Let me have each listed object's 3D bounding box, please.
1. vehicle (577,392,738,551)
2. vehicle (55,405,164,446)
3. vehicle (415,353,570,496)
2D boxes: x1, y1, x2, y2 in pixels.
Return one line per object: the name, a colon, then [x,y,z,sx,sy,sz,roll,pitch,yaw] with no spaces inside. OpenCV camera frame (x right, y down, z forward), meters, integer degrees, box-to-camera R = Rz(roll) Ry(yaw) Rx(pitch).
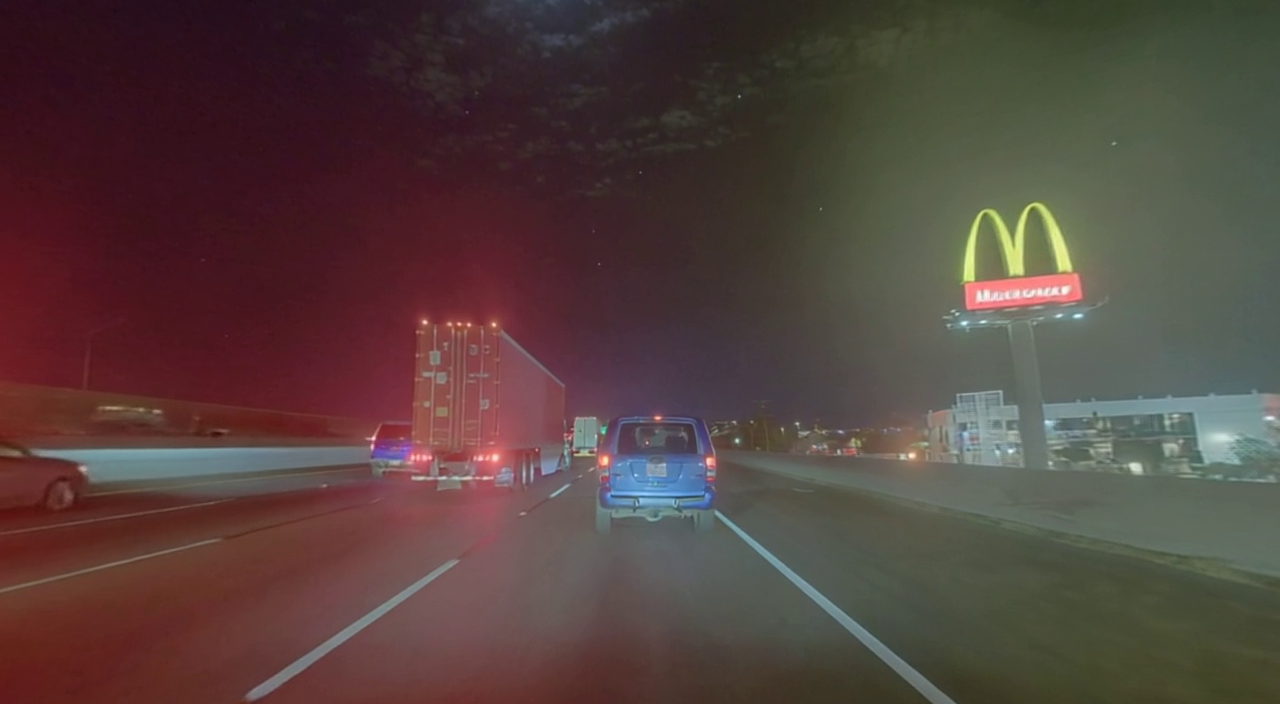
vehicle: [0.127,1.756,9.750,1.947,1.910,4.040,0,-9,-2]
vehicle: [-33.663,4.767,40.297,1.996,2.383,5.767,0,-9,-2]
vehicle: [-4.082,2.414,19.855,2.814,3.513,8.529,0,-9,0]
